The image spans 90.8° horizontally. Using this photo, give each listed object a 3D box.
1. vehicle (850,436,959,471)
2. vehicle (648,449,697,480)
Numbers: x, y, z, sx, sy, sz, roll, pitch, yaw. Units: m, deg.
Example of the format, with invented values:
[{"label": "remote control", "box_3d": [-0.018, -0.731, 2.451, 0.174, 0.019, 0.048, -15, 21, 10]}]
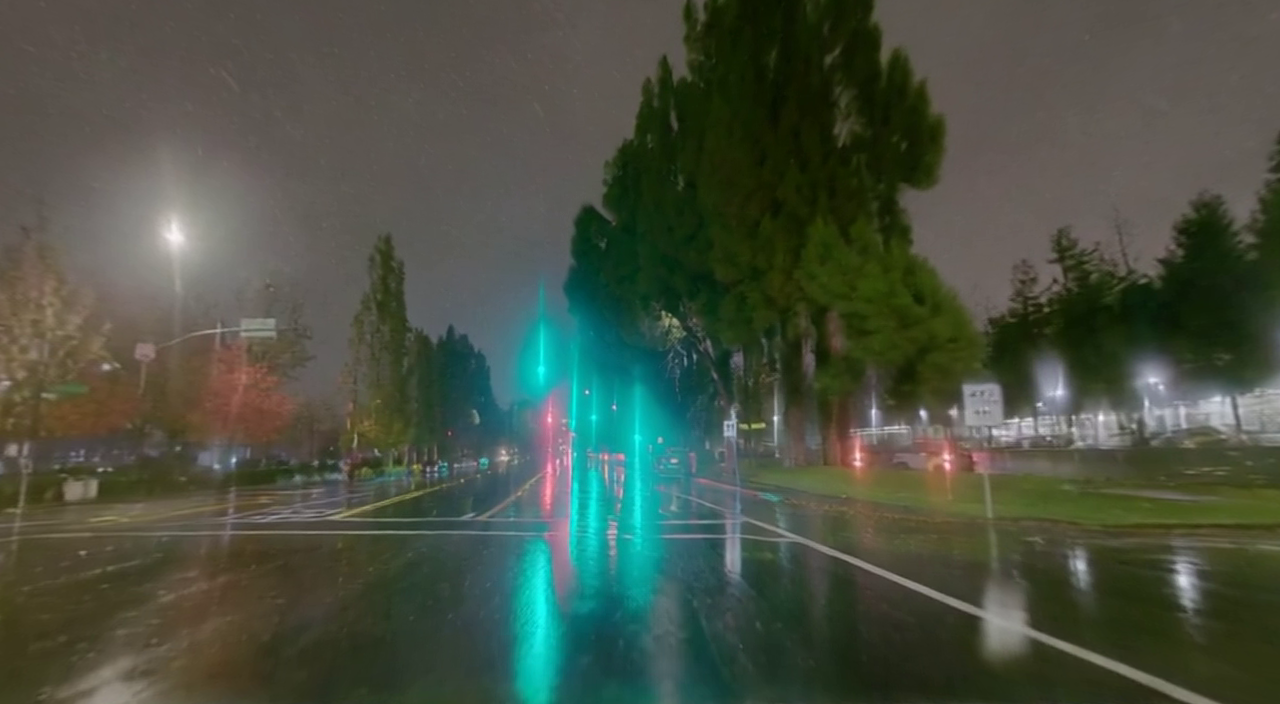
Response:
[{"label": "vehicle", "box_3d": [12.137, 4.678, 29.152, 4.201, 1.546, 1.749, 0, -8, -5]}, {"label": "vehicle", "box_3d": [1.638, 5.892, 33.352, 1.866, 1.492, 4.093, 1, -8, -7]}]
